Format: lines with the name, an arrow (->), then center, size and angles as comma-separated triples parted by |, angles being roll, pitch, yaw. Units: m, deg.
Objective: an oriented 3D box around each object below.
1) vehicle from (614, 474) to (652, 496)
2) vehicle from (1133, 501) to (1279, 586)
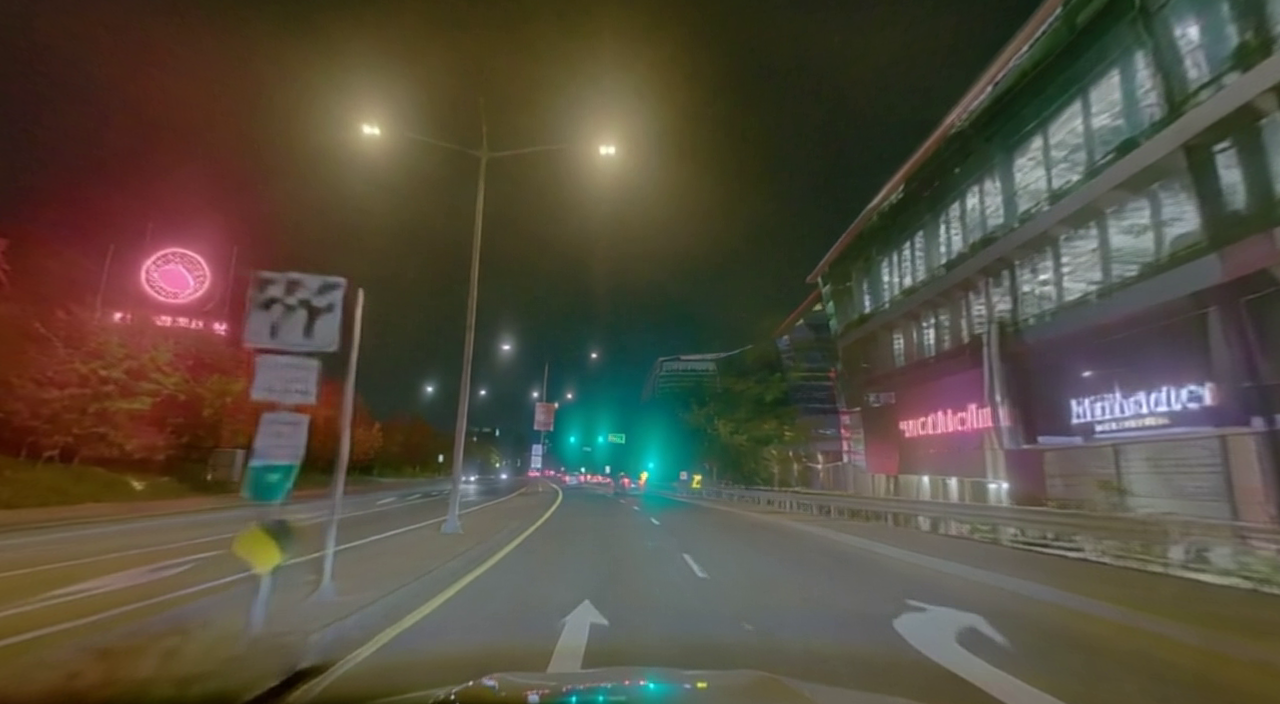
vehicle -> -0.451, 7.828, 37.030 | 1.775, 1.186, 2.933 | 2, -11, -11
vehicle -> 12.640, 3.751, 12.504 | 3.937, 1.417, 1.870 | -1, -11, 5
